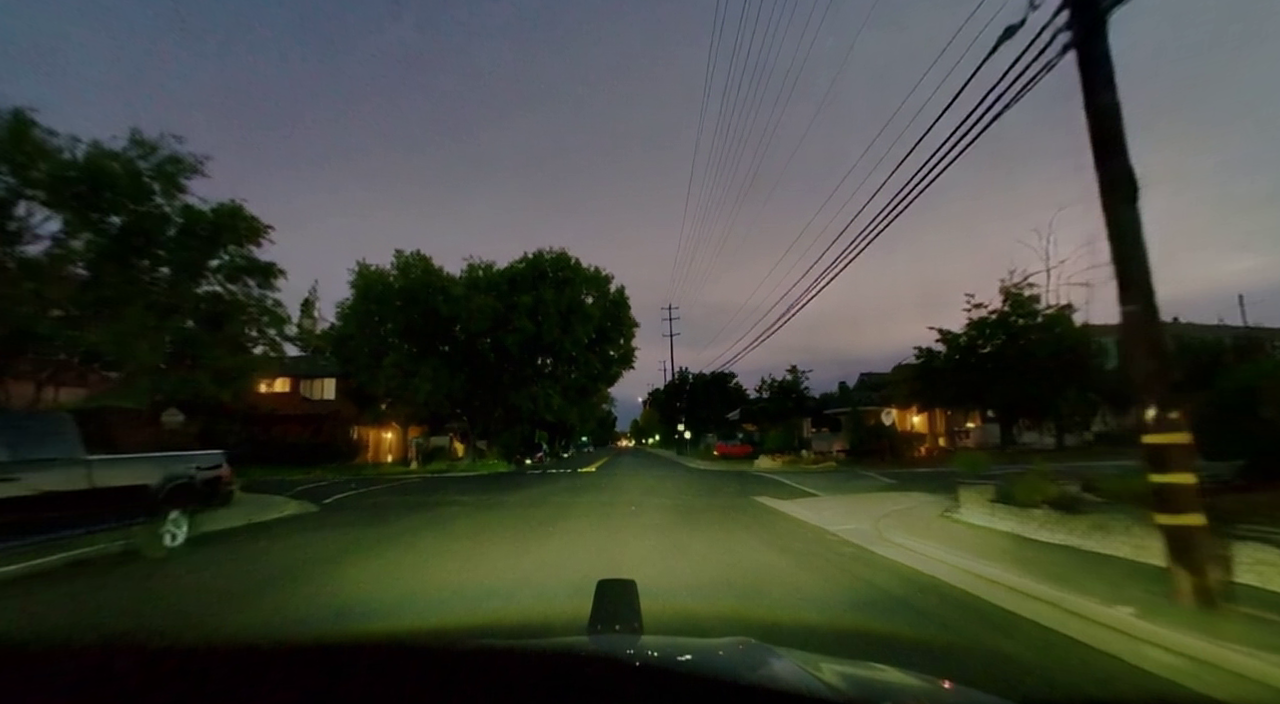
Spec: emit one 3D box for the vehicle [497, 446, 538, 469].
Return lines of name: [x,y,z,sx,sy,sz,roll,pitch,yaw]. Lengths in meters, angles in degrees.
vehicle: [-8.615,7.444,44.714,2.095,1.491,4.422,0,-8,-1]

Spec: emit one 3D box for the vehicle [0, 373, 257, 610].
vehicle: [-7.354,1.510,6.963,2.739,2.164,6.065,-1,-9,-3]
